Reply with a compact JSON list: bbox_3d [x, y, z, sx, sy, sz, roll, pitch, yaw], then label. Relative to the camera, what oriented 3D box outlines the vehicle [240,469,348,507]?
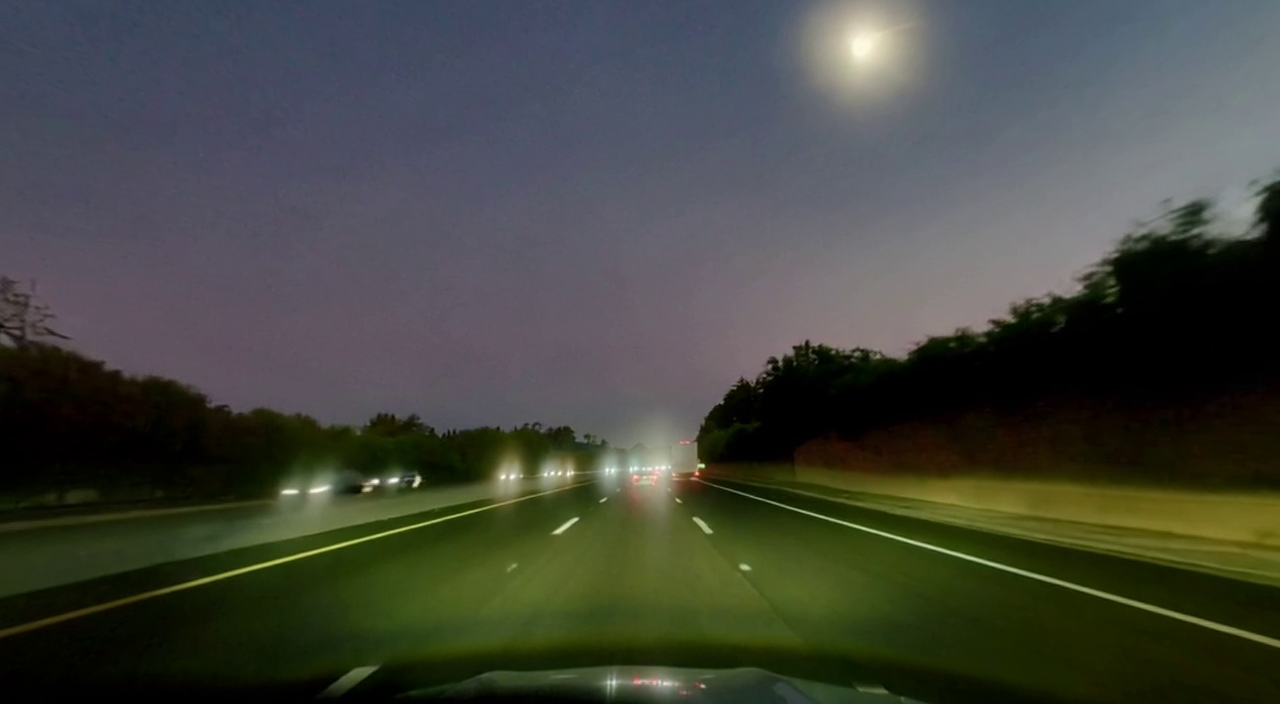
[{"bbox_3d":[-14.853,5.836,27.389,1.995,1.479,4.651,0,-10,1],"label":"vehicle"}]

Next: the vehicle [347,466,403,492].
[{"bbox_3d":[-18.416,8.857,44.008,1.886,1.655,4.335,0,-10,1],"label":"vehicle"}]

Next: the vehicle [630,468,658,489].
[{"bbox_3d":[0.317,9.393,46.946,2.015,1.478,3.920,0,-10,0],"label":"vehicle"}]
